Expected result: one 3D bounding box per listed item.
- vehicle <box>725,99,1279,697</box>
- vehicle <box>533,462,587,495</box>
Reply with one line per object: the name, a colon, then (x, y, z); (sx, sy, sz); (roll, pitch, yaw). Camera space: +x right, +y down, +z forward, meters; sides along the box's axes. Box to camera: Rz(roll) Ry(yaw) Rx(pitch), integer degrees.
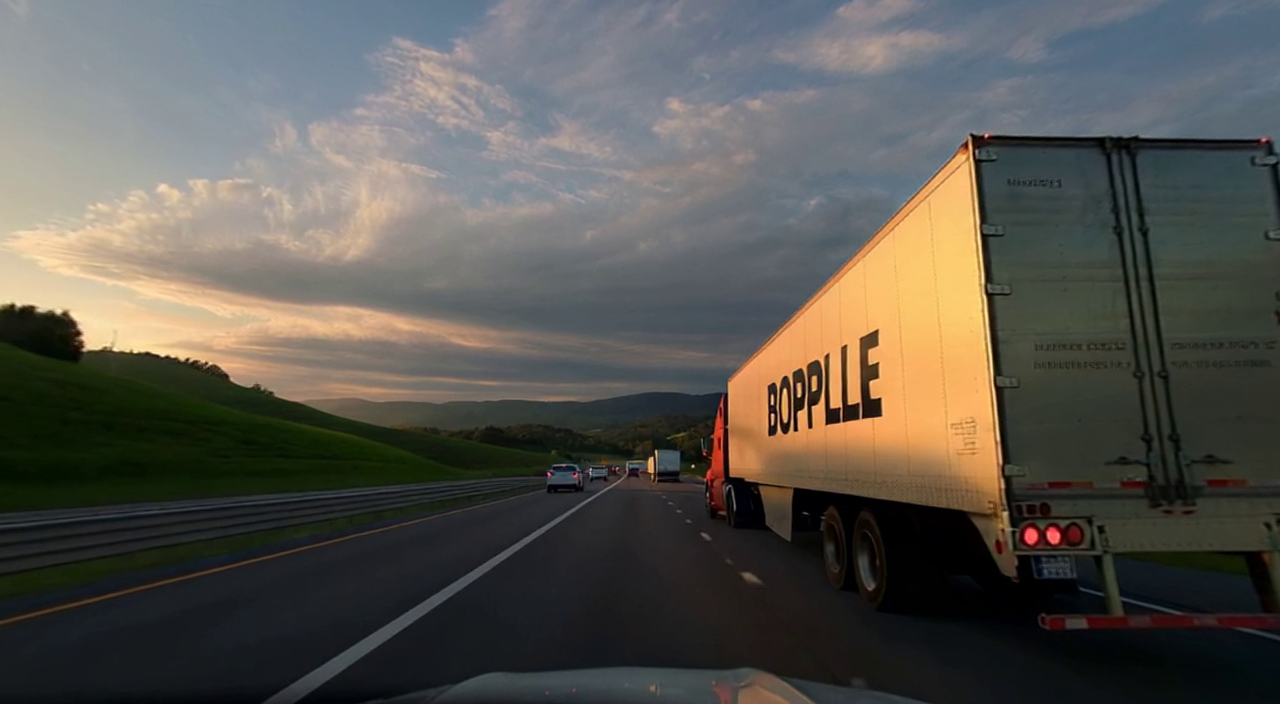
vehicle: (3.905, 1.423, 11.196); (2.839, 4.062, 14.051); (1, -10, 0)
vehicle: (-4.067, 6.566, 32.937); (2.088, 1.566, 4.853); (1, -11, 1)
